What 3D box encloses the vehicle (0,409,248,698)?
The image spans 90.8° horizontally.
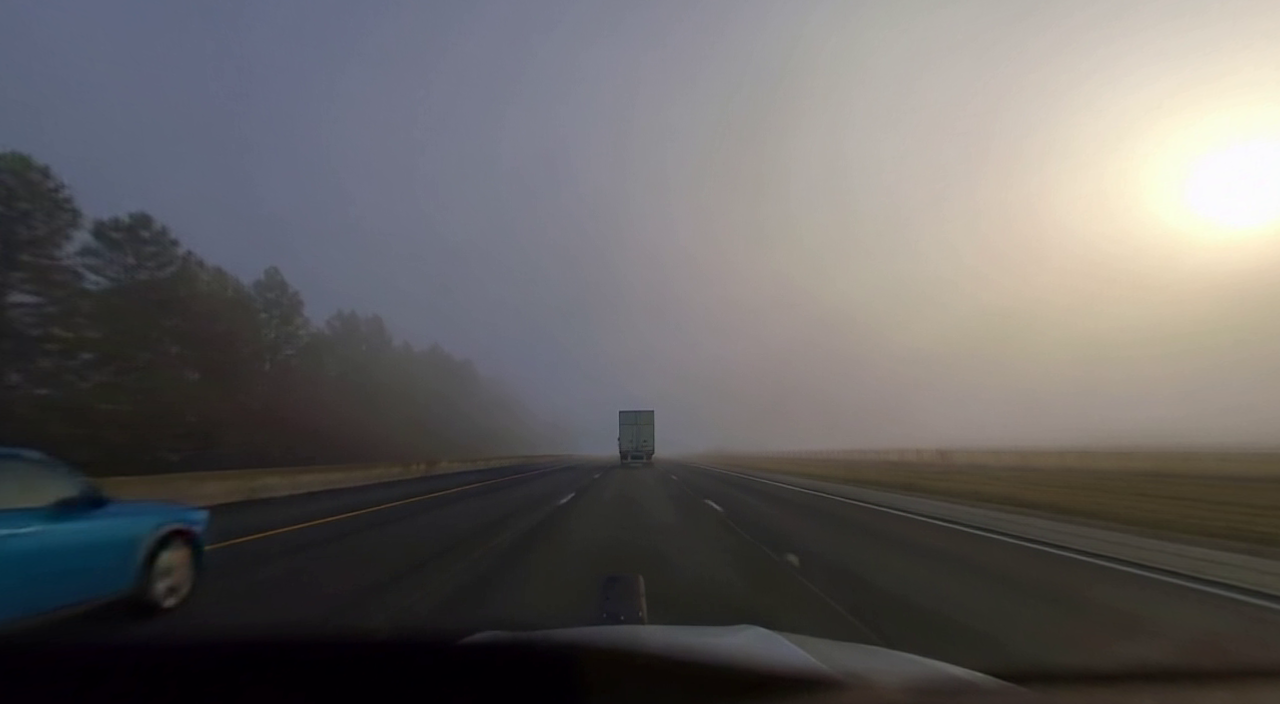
[{"bbox_3d":[-4.319,1.071,3.400,1.937,1.493,3.779,0,-9,0],"label":"vehicle"}]
